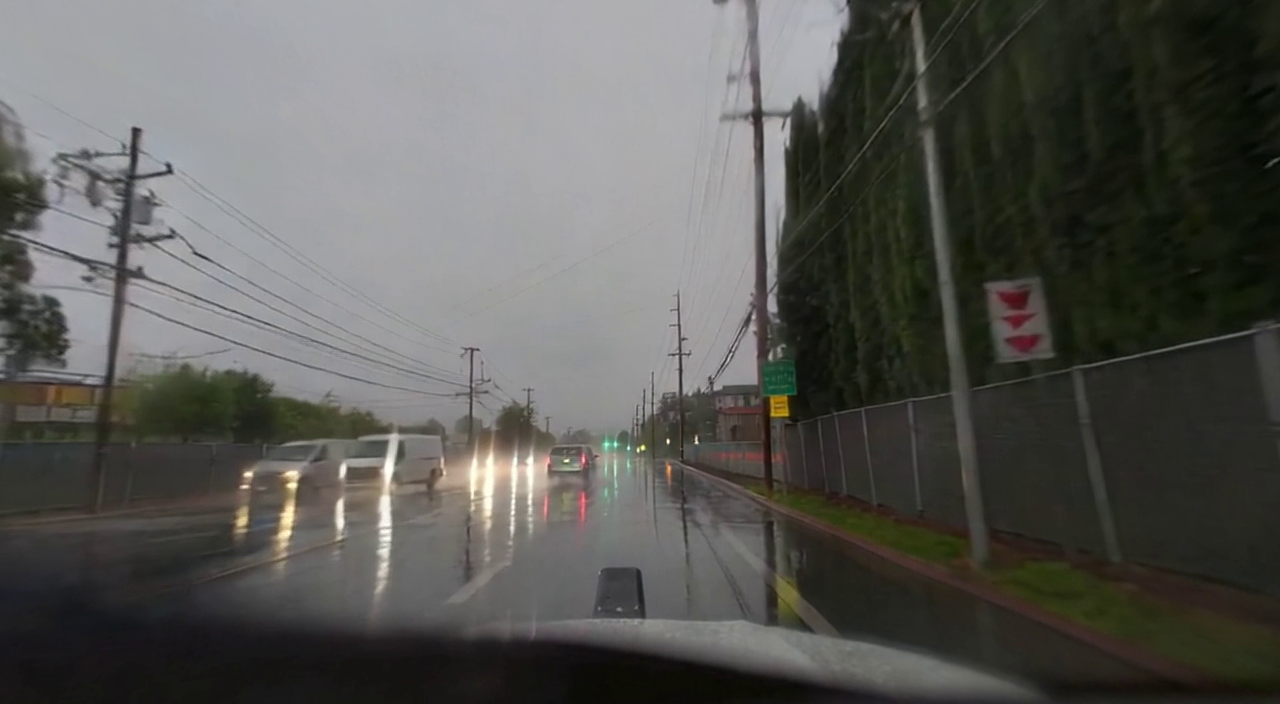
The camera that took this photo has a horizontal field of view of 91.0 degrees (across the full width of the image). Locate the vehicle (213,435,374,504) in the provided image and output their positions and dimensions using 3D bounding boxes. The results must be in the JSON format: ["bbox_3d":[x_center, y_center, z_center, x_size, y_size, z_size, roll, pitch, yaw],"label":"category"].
[{"bbox_3d":[-13.143,4.496,24.655,2.584,2.302,6.400,1,-9,1],"label":"vehicle"}]

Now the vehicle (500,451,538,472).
[{"bbox_3d":[-9.204,8.338,48.250,2.007,1.520,4.466,1,-9,1],"label":"vehicle"}]

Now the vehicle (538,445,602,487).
[{"bbox_3d":[-2.749,4.578,25.649,1.992,1.515,4.289,0,-9,2],"label":"vehicle"}]

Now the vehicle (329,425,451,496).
[{"bbox_3d":[-9.626,4.242,24.950,2.377,2.439,5.510,0,-9,2],"label":"vehicle"}]
